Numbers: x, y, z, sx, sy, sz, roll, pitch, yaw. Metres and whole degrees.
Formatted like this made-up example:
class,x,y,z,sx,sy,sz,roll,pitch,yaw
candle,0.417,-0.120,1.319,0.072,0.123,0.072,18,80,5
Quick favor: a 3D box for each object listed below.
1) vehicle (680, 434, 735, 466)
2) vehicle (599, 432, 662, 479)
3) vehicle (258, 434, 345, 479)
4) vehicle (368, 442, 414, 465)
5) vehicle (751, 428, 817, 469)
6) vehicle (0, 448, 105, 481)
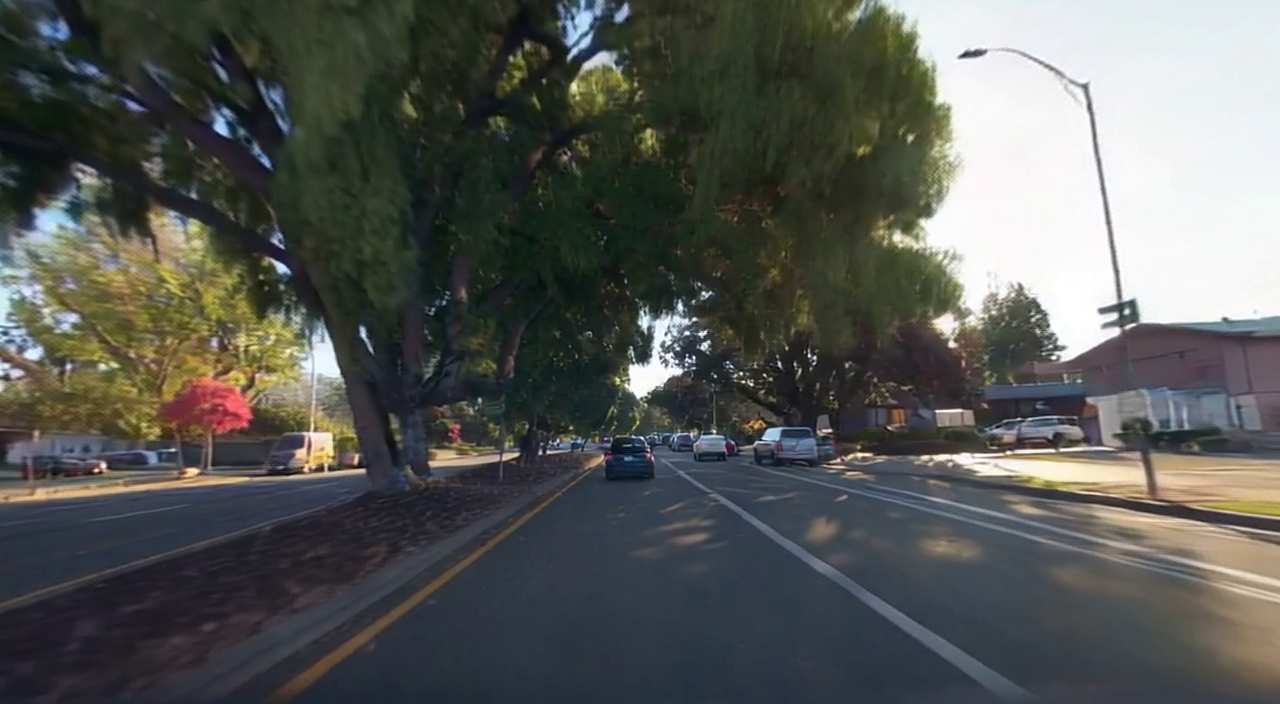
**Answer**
class,x,y,z,sx,sy,sz,roll,pitch,yaw
vehicle,3.274,4.911,31.656,2.124,1.476,4.730,0,-8,-1
vehicle,-0.284,3.629,22.321,2.052,1.488,3.779,0,-8,1
vehicle,-19.002,5.839,35.793,2.222,2.141,5.390,-1,-6,-3
vehicle,-19.356,7.915,49.328,1.903,1.706,3.994,0,-8,0
vehicle,6.733,4.592,30.032,2.117,1.757,4.969,0,-8,2
vehicle,-27.576,5.121,28.903,4.413,1.451,1.882,0,-9,0
